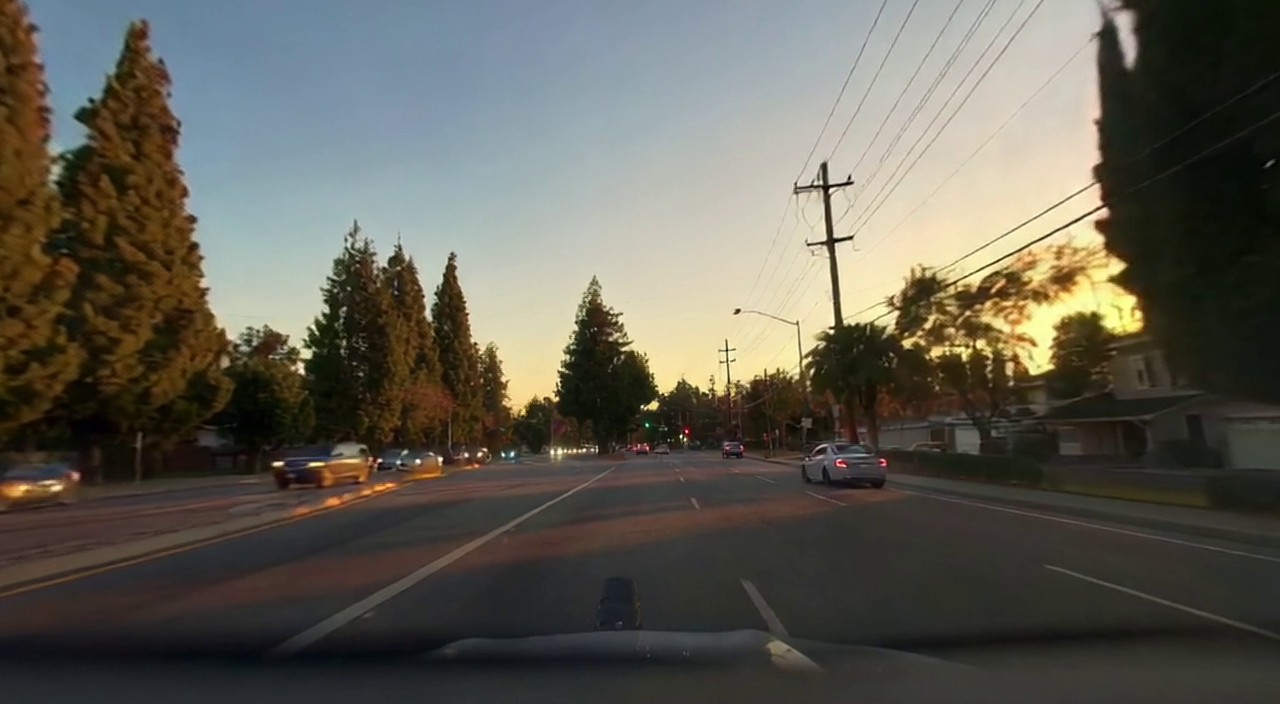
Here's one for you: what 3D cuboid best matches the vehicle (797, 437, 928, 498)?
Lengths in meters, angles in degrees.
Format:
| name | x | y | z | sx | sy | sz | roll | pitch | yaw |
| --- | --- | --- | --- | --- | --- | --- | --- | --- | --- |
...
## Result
| name | x | y | z | sx | sy | sz | roll | pitch | yaw |
| --- | --- | --- | --- | --- | --- | --- | --- | --- | --- |
| vehicle | 6.320 | 3.331 | 18.630 | 2.113 | 1.520 | 4.650 | 0 | -9 | -1 |

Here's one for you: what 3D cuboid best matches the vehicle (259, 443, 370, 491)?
| name | x | y | z | sx | sy | sz | roll | pitch | yaw |
| --- | --- | --- | --- | --- | --- | --- | --- | --- | --- |
| vehicle | -12.392 | 4.394 | 24.458 | 1.992 | 1.651 | 4.486 | 0 | -9 | -1 |

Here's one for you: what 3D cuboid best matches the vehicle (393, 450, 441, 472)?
| name | x | y | z | sx | sy | sz | roll | pitch | yaw |
| --- | --- | --- | --- | --- | --- | --- | --- | --- | --- |
| vehicle | -16.251 | 7.959 | 46.278 | 1.903 | 1.477 | 4.721 | 0 | -9 | -1 |

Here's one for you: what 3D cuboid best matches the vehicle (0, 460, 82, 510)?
| name | x | y | z | sx | sy | sz | roll | pitch | yaw |
| --- | --- | --- | --- | --- | --- | --- | --- | --- | --- |
| vehicle | -22.881 | 4.738 | 22.599 | 1.851 | 1.608 | 4.452 | 0 | -9 | -2 |
